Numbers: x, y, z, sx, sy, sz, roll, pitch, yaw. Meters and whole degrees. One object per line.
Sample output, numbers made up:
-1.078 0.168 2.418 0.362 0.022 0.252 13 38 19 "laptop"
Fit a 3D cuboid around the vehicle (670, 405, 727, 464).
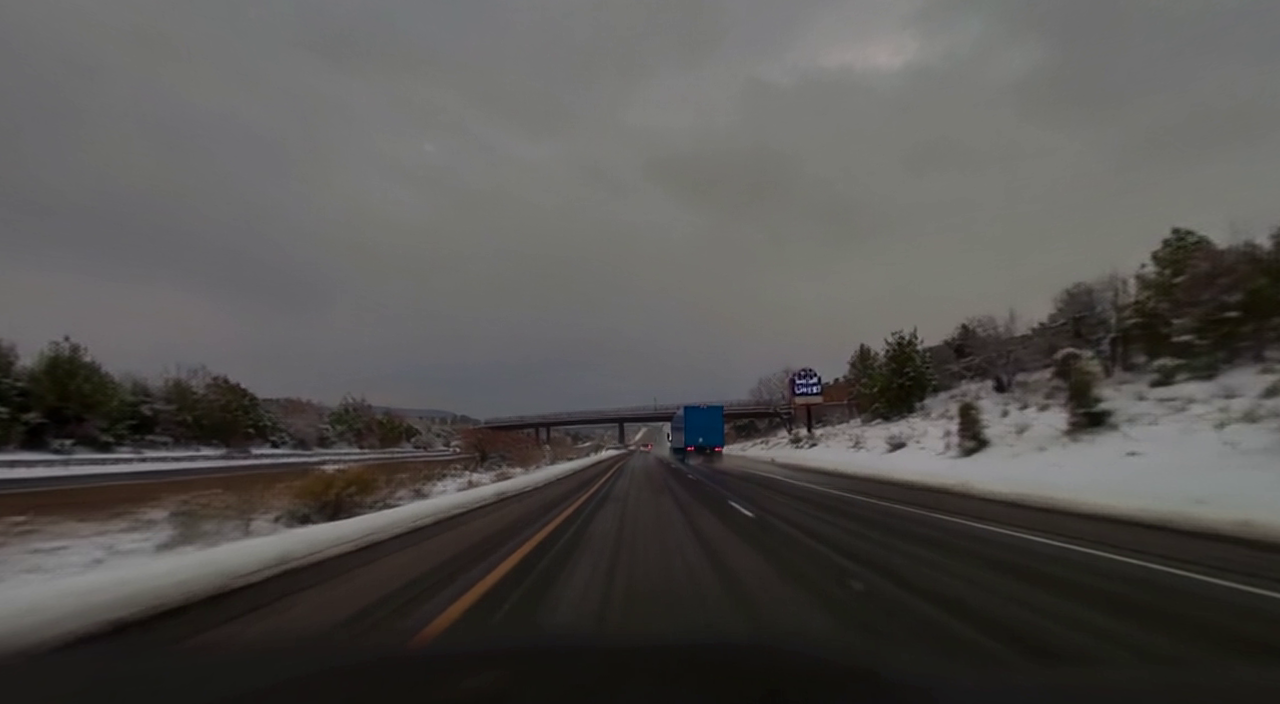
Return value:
4.047 6.129 46.263 3.024 3.834 10.128 0 -8 -1 "vehicle"
